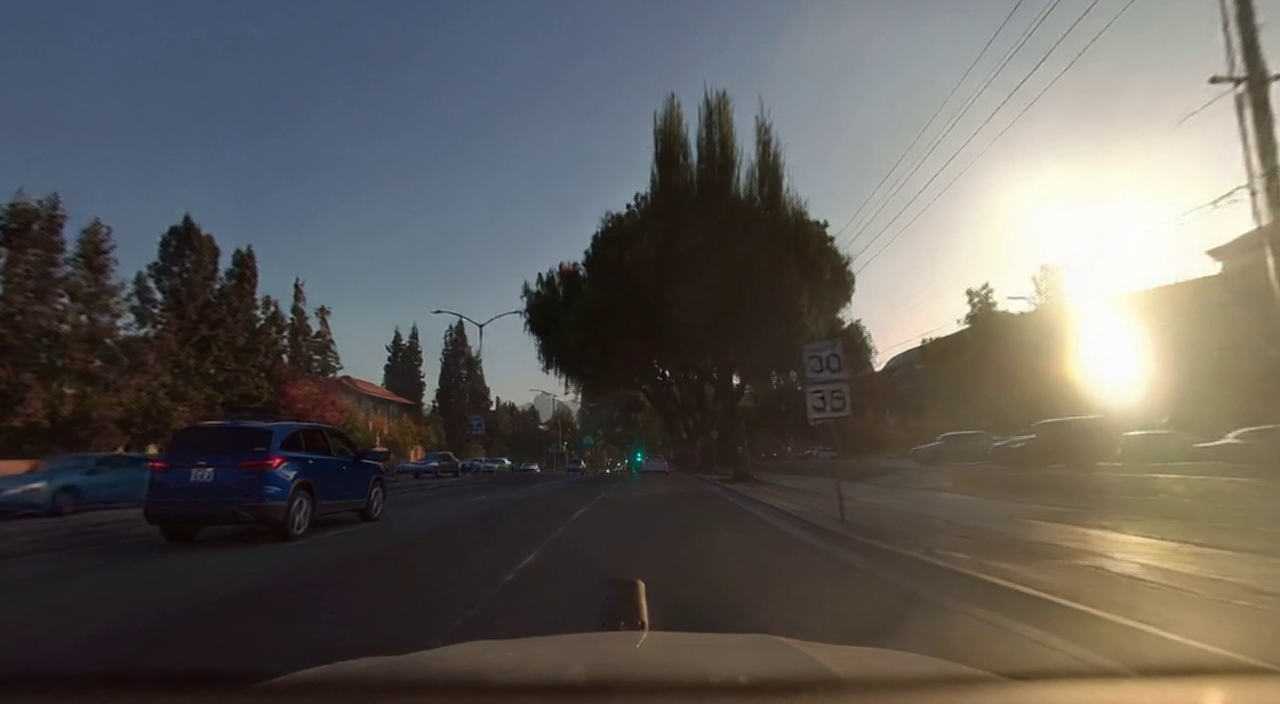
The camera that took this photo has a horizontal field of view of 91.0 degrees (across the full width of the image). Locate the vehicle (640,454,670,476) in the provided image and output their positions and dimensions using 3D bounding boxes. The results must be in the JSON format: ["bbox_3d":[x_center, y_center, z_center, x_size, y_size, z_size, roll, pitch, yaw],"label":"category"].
[{"bbox_3d":[1.070,8.237,46.147,2.091,1.494,3.962,0,-8,1],"label":"vehicle"}]

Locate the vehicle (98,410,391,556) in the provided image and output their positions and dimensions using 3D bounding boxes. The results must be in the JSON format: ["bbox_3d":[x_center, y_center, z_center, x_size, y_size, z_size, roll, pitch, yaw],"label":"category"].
[{"bbox_3d":[-6.092,2.042,10.517,2.027,1.908,4.273,0,-8,1],"label":"vehicle"}]

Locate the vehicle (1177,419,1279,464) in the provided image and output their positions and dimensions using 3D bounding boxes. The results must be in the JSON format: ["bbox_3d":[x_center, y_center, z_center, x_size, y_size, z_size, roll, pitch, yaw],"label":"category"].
[{"bbox_3d":[21.936,3.074,21.625,1.933,1.487,5.136,1,-9,-10],"label":"vehicle"}]

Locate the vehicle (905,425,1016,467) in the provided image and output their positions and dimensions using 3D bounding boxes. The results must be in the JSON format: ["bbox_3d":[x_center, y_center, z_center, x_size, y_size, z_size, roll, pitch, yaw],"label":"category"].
[{"bbox_3d":[12.857,3.833,25.657,1.884,1.522,4.642,0,-8,-3],"label":"vehicle"}]

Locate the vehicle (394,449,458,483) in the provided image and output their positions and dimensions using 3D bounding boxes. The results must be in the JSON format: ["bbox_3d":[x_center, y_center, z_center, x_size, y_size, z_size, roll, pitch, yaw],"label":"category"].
[{"bbox_3d":[-11.850,6.316,35.242,1.953,1.697,4.725,0,-8,-1],"label":"vehicle"}]

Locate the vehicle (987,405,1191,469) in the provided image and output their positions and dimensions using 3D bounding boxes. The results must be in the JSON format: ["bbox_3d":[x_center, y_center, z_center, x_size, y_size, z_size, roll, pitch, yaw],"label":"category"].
[{"bbox_3d":[13.513,2.654,19.445,1.950,1.697,4.906,2,-9,-15],"label":"vehicle"}]

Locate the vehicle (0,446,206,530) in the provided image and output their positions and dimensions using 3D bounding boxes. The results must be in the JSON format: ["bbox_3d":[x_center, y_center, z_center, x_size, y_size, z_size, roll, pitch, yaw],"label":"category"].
[{"bbox_3d":[-11.937,2.865,13.887,1.871,1.539,3.929,0,-8,0],"label":"vehicle"}]
